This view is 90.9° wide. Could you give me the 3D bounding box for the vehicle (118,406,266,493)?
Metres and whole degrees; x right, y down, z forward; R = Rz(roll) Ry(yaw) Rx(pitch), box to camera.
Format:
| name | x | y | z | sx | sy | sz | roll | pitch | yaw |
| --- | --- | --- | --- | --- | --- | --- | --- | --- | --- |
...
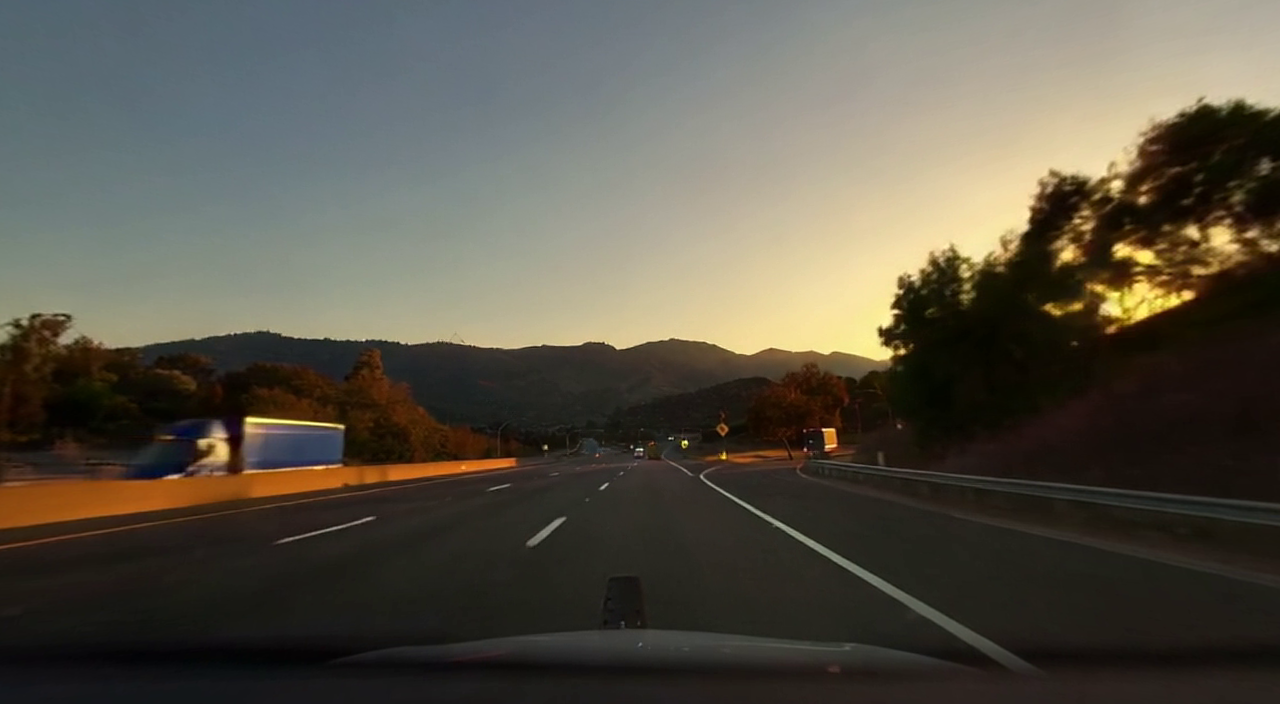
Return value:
| name | x | y | z | sx | sy | sz | roll | pitch | yaw |
| --- | --- | --- | --- | --- | --- | --- | --- | --- | --- |
| vehicle | -22.787 | 5.019 | 32.577 | 2.994 | 4.039 | 5.976 | 0 | -9 | 1 |
